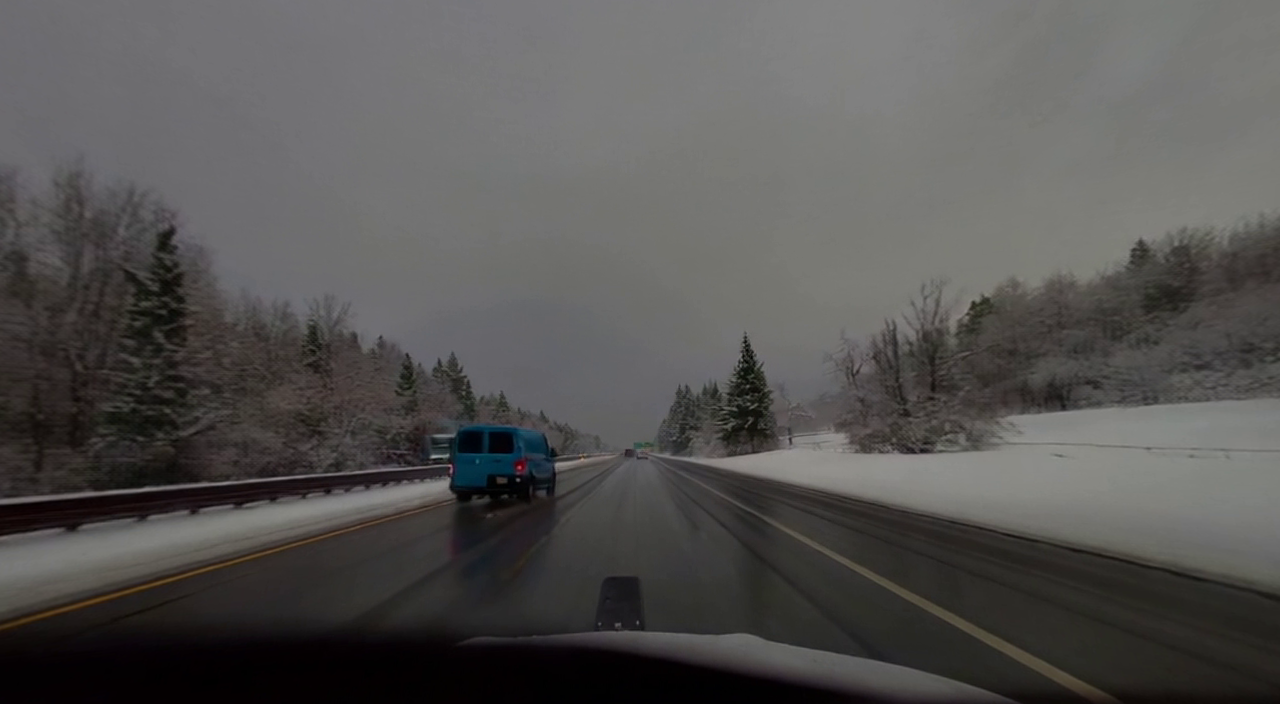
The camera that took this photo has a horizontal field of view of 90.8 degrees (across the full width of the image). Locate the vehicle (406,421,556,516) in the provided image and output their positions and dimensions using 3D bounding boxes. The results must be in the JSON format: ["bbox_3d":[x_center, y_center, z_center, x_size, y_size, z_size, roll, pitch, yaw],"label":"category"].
[{"bbox_3d":[-3.698,2.854,15.960,2.349,1.973,5.419,0,-9,0],"label":"vehicle"}]
